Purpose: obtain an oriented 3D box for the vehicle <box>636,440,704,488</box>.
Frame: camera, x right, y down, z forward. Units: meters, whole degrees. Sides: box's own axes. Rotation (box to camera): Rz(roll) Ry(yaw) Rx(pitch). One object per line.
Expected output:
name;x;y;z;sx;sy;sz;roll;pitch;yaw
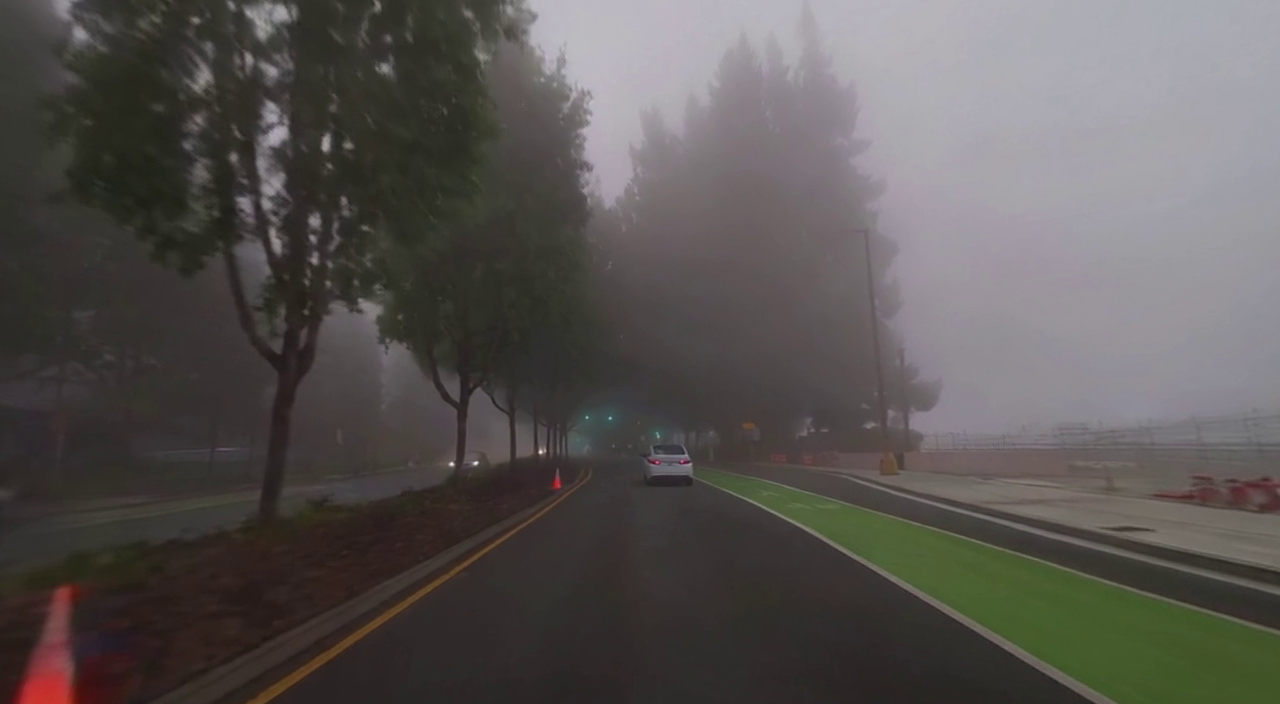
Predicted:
vehicle;0.945;3.877;22.247;2.114;1.493;4.430;0;-8;-1
